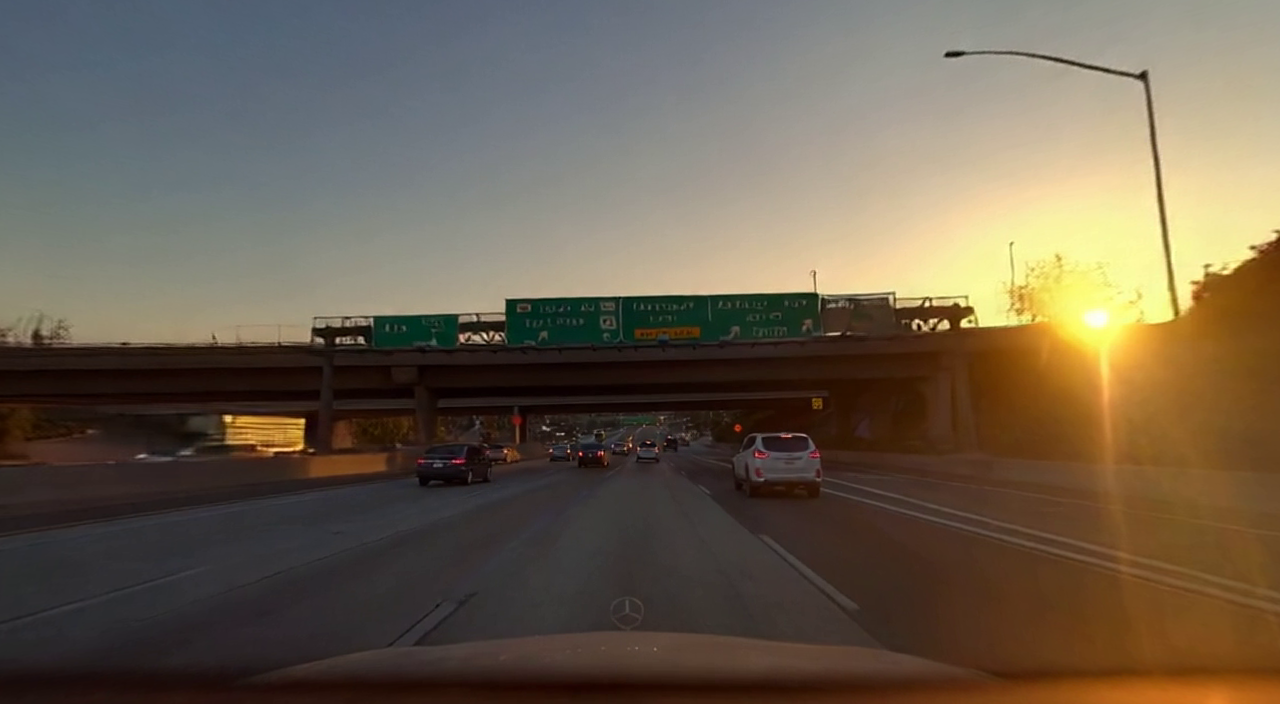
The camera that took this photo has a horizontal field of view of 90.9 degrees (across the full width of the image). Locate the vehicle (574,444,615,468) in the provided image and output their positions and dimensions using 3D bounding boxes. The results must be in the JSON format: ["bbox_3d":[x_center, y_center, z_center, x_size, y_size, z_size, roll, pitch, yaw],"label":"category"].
[{"bbox_3d":[-2.826,6.569,40.088,2.205,1.406,4.286,0,-8,2],"label":"vehicle"}]

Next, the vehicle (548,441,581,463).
[{"bbox_3d":[-5.901,7.853,49.696,1.992,1.604,3.966,0,-8,1],"label":"vehicle"}]

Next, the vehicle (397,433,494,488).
[{"bbox_3d":[-6.468,3.633,21.513,1.946,1.688,4.019,0,-8,1],"label":"vehicle"}]

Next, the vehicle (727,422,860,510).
[{"bbox_3d":[3.559,2.736,15.656,2.083,1.823,4.627,0,-8,-1],"label":"vehicle"}]

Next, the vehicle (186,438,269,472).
[{"bbox_3d":[-19.129,4.785,29.431,1.536,1.439,3.473,-1,-9,0],"label":"vehicle"}]

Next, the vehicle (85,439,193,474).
[{"bbox_3d":[-22.986,4.795,29.127,1.845,1.481,3.724,0,-8,2],"label":"vehicle"}]

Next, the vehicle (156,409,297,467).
[{"bbox_3d":[-29.462,6.285,45.798,2.954,3.722,10.346,0,-8,1],"label":"vehicle"}]

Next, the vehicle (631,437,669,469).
[{"bbox_3d":[0.592,5.973,37.459,2.133,1.739,3.925,0,-8,2],"label":"vehicle"}]
